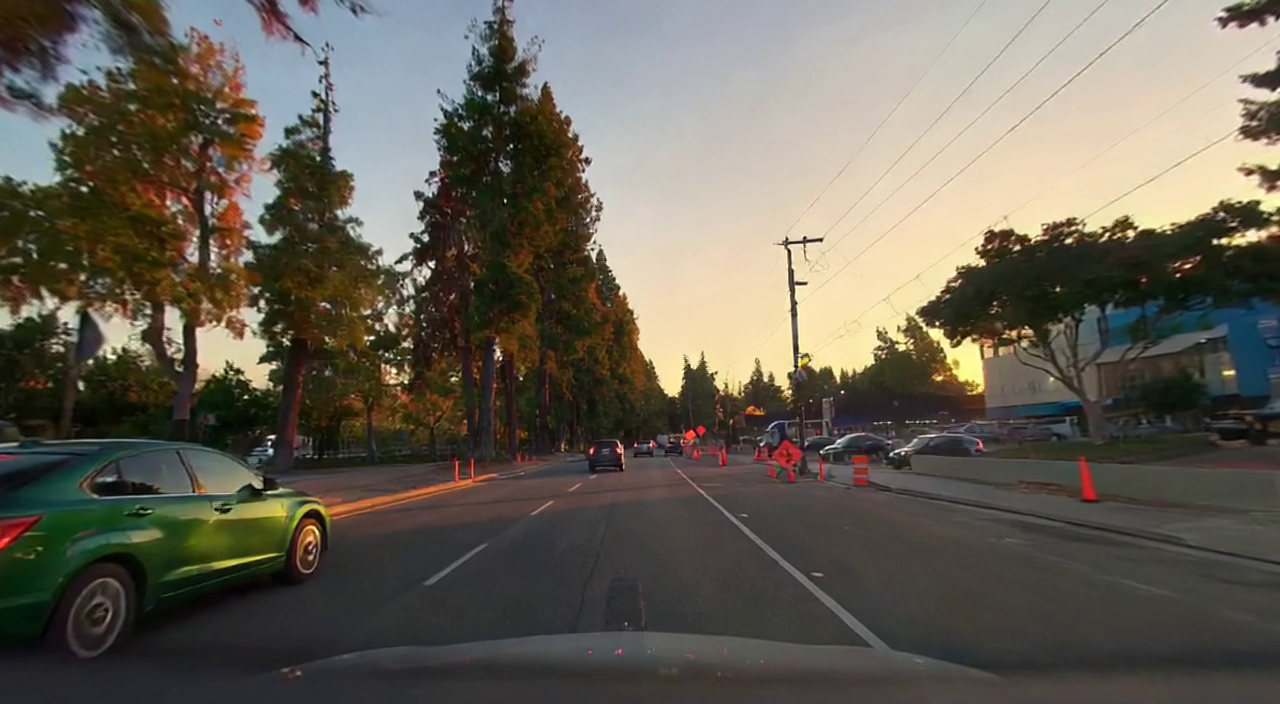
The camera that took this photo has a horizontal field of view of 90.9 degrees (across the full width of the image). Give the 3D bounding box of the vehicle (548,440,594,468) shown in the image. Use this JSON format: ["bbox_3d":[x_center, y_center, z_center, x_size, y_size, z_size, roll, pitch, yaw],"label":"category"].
[{"bbox_3d":[-3.833,5.800,35.922,2.107,1.482,4.674,0,-8,0],"label":"vehicle"}]

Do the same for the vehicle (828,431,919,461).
[{"bbox_3d":[13.870,5.567,37.416,4.804,1.695,2.055,-4,-9,25],"label":"vehicle"}]

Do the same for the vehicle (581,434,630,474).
[{"bbox_3d":[-1.624,4.584,28.530,2.038,1.682,4.399,1,-9,-5],"label":"vehicle"}]

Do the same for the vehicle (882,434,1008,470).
[{"bbox_3d":[13.400,4.423,28.015,4.835,1.458,1.934,-3,-9,22],"label":"vehicle"}]

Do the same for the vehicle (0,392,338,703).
[{"bbox_3d":[-3.903,1.158,4.228,1.856,1.540,3.733,0,-8,0],"label":"vehicle"}]
